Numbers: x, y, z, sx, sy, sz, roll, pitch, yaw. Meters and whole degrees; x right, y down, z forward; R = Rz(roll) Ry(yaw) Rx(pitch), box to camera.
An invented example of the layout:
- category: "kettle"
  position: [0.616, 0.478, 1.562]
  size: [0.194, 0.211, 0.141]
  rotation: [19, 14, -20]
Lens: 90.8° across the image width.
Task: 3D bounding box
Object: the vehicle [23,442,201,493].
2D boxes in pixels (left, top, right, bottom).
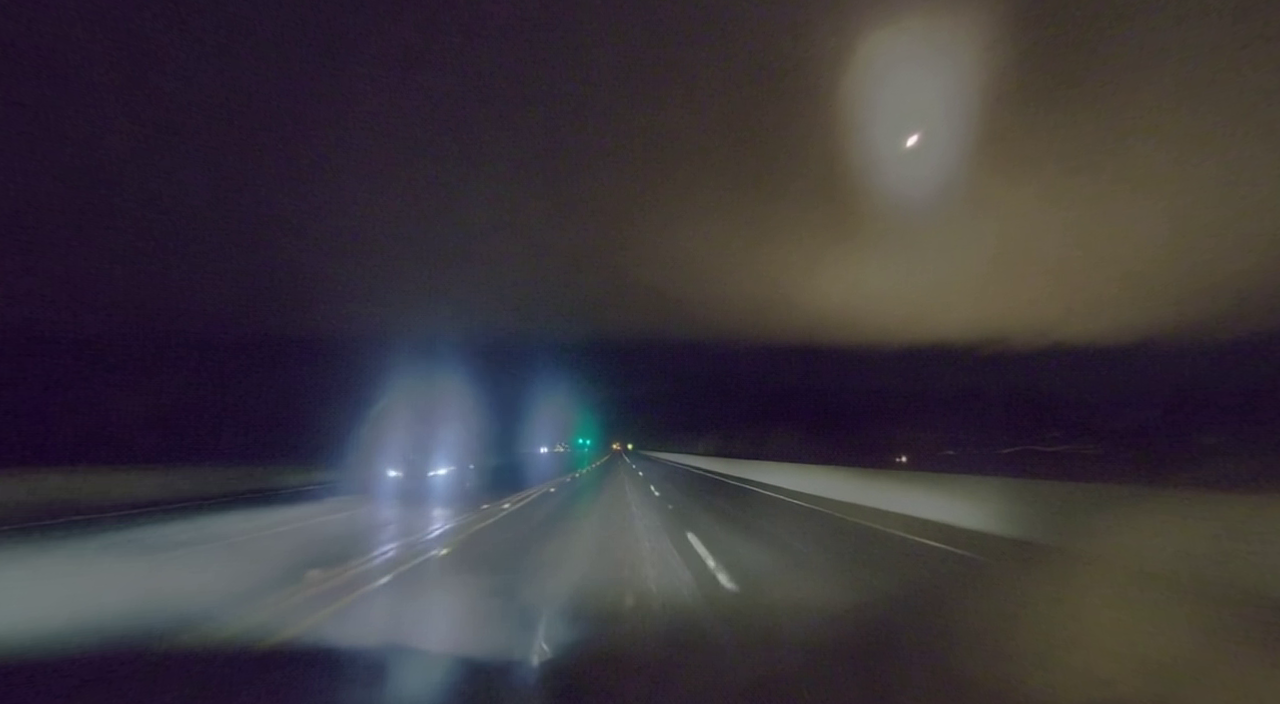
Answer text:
- category: "vehicle"
  position: [-17.520, 3.838, 21.337]
  size: [2.036, 1.525, 4.677]
  rotation: [0, -9, -1]

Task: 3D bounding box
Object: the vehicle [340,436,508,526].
- category: "vehicle"
  position: [-4.113, 2.492, 12.747]
  size: [1.722, 1.523, 3.736]
  rotation: [-1, -8, 6]
